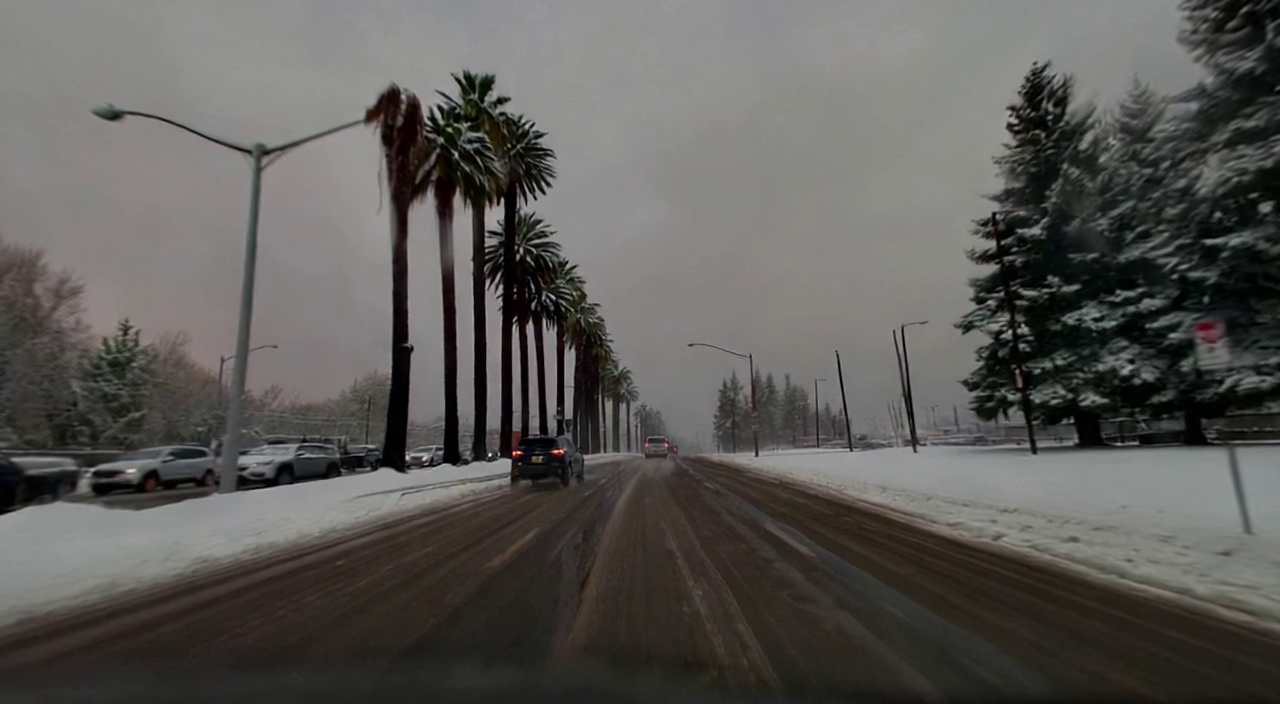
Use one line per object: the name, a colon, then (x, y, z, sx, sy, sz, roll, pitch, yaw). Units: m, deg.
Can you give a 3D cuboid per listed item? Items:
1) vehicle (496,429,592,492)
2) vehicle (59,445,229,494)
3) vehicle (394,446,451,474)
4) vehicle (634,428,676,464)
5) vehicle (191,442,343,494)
vehicle: (-2.989, 3.530, 20.716, 2.188, 1.819, 4.667, -1, -8, 3)
vehicle: (-20.680, 4.874, 26.647, 2.332, 1.852, 5.739, -1, -8, 3)
vehicle: (-15.565, 7.726, 45.246, 2.142, 1.913, 4.745, -1, -8, 3)
vehicle: (1.211, 7.031, 46.948, 2.758, 2.550, 4.206, -1, -9, 7)
vehicle: (-15.482, 4.822, 26.651, 2.557, 1.912, 5.960, -1, -8, 3)
